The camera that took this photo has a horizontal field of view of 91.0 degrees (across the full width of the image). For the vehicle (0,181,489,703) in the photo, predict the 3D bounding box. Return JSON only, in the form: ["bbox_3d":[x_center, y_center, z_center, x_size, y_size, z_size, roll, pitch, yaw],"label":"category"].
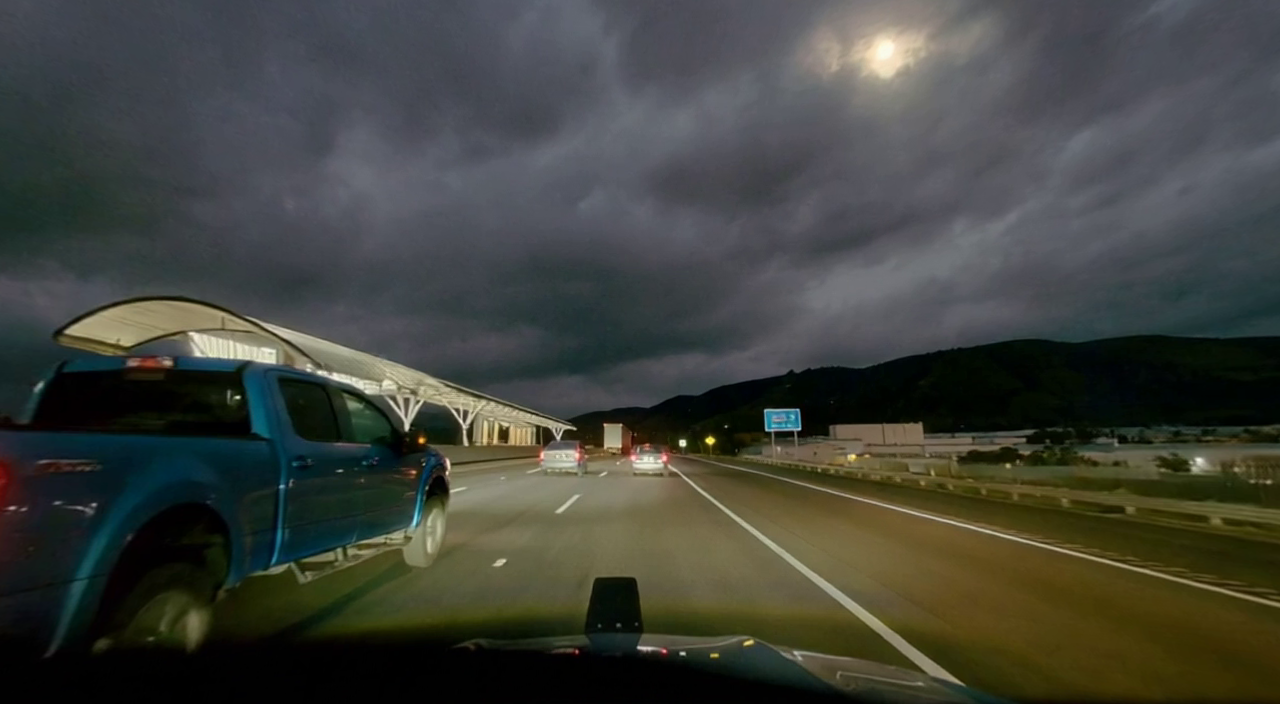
[{"bbox_3d":[-3.581,0.985,5.393,2.733,2.230,6.820,0,-8,1],"label":"vehicle"}]

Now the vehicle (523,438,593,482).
[{"bbox_3d":[-3.225,4.376,25.794,2.151,1.613,4.786,0,-8,1],"label":"vehicle"}]

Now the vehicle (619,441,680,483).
[{"bbox_3d":[0.328,4.242,24.561,2.171,1.493,4.081,0,-9,0],"label":"vehicle"}]
